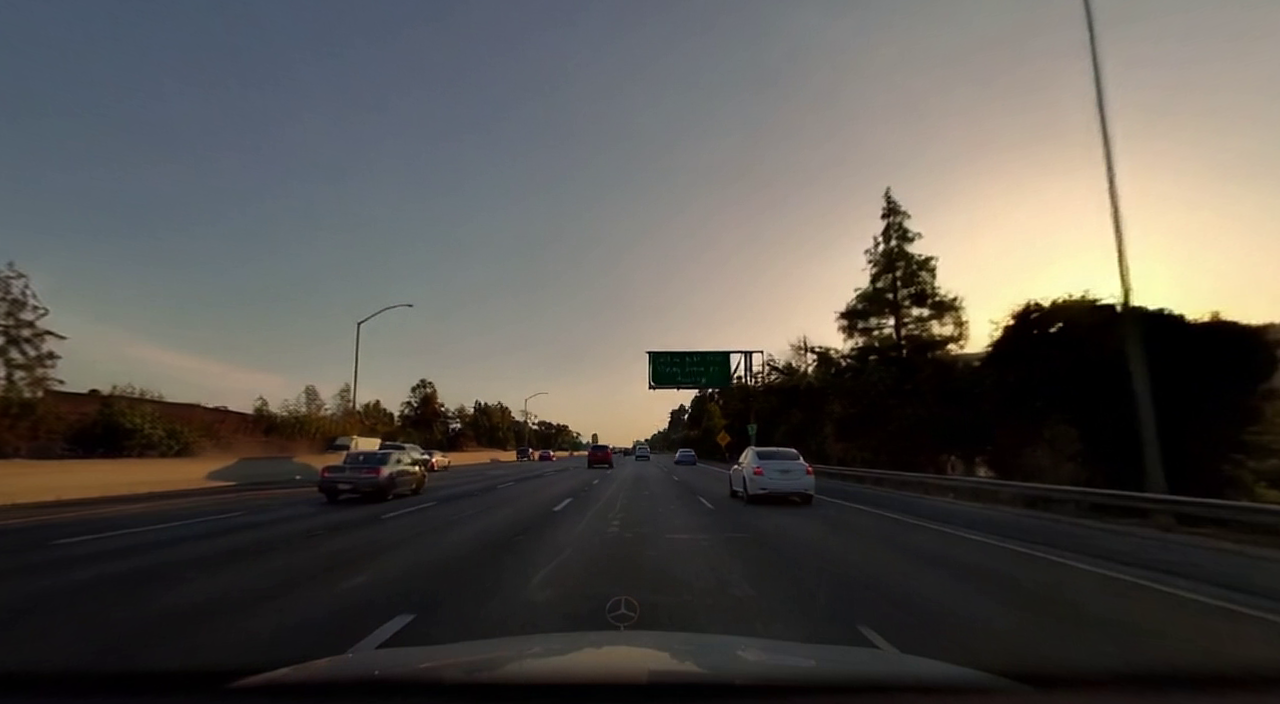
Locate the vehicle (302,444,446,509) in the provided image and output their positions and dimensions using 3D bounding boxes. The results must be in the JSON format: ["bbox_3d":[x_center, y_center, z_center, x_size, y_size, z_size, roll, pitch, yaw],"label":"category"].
[{"bbox_3d":[-7.118,3.353,17.488,1.977,1.529,4.616,0,-9,0],"label":"vehicle"}]

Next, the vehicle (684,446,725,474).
[{"bbox_3d":[3.752,6.319,37.122,1.929,1.485,4.482,0,-9,0],"label":"vehicle"}]

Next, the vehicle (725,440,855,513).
[{"bbox_3d":[3.508,2.997,15.737,2.126,1.529,4.438,0,-9,0],"label":"vehicle"}]

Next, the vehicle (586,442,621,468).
[{"bbox_3d":[-2.788,8.048,49.344,2.449,1.929,5.503,0,-9,0],"label":"vehicle"}]
